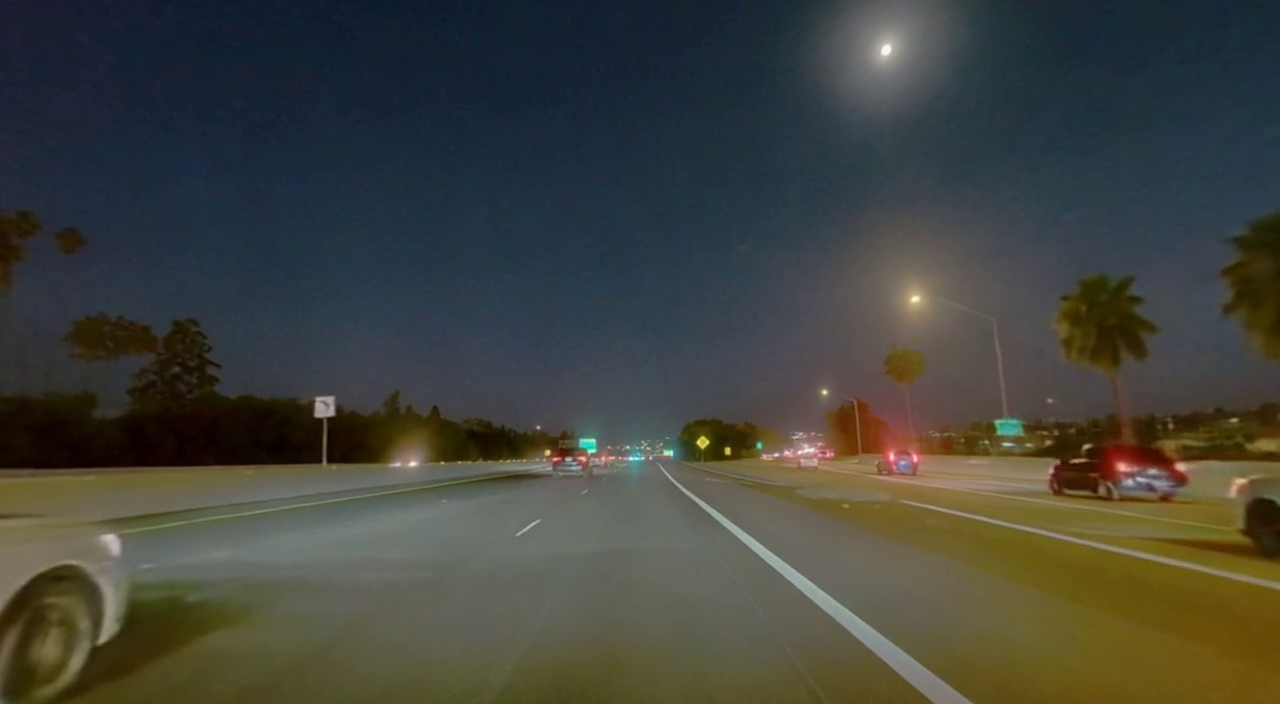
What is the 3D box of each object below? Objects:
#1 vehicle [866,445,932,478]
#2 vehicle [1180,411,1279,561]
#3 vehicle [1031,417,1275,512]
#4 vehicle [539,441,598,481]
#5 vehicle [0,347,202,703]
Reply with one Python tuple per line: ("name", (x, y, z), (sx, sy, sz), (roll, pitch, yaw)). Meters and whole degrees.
("vehicle", (14.886, 6.320, 36.537), (1.991, 1.755, 4.836), (-1, -9, 4))
("vehicle", (8.777, 1.419, 6.333), (2.303, 1.791, 5.247), (-1, -9, 5))
("vehicle", (13.312, 2.970, 17.023), (2.330, 2.132, 5.338), (-1, -9, 5))
("vehicle", (-3.701, 5.779, 33.776), (2.420, 1.937, 5.916), (0, -9, 0))
("vehicle", (-3.946, 0.678, 1.601), (2.162, 1.747, 4.791), (0, -9, 0))
